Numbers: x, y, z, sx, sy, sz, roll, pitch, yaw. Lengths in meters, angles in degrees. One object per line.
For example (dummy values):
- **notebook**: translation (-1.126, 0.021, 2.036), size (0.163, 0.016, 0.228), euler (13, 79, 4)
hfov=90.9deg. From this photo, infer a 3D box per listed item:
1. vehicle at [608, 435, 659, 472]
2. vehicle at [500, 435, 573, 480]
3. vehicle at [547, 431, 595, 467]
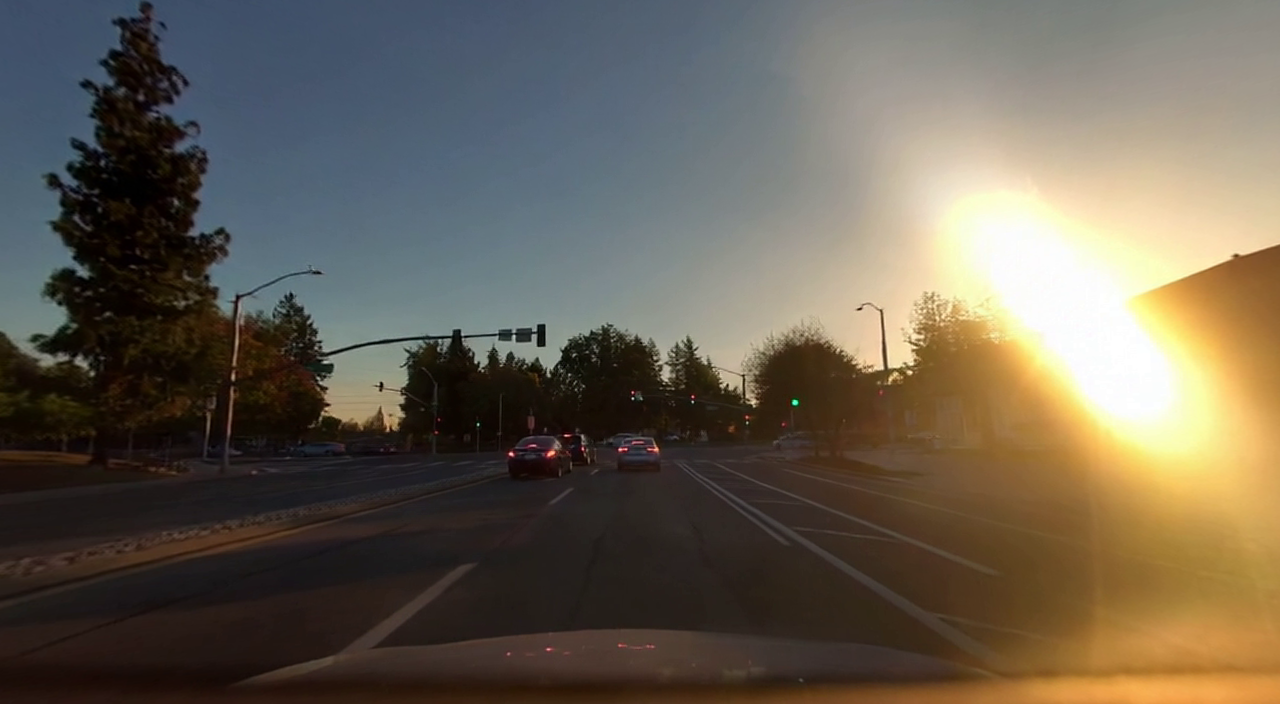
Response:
- **vehicle**: translation (-0.286, 4.424, 27.623), size (2.066, 1.482, 3.923), euler (0, -8, 0)
- **vehicle**: translation (-3.722, 3.877, 23.430), size (1.942, 1.497, 4.561), euler (0, -8, 0)
- **vehicle**: translation (-3.614, 5.207, 33.907), size (2.029, 1.752, 4.420), euler (0, -8, 0)
